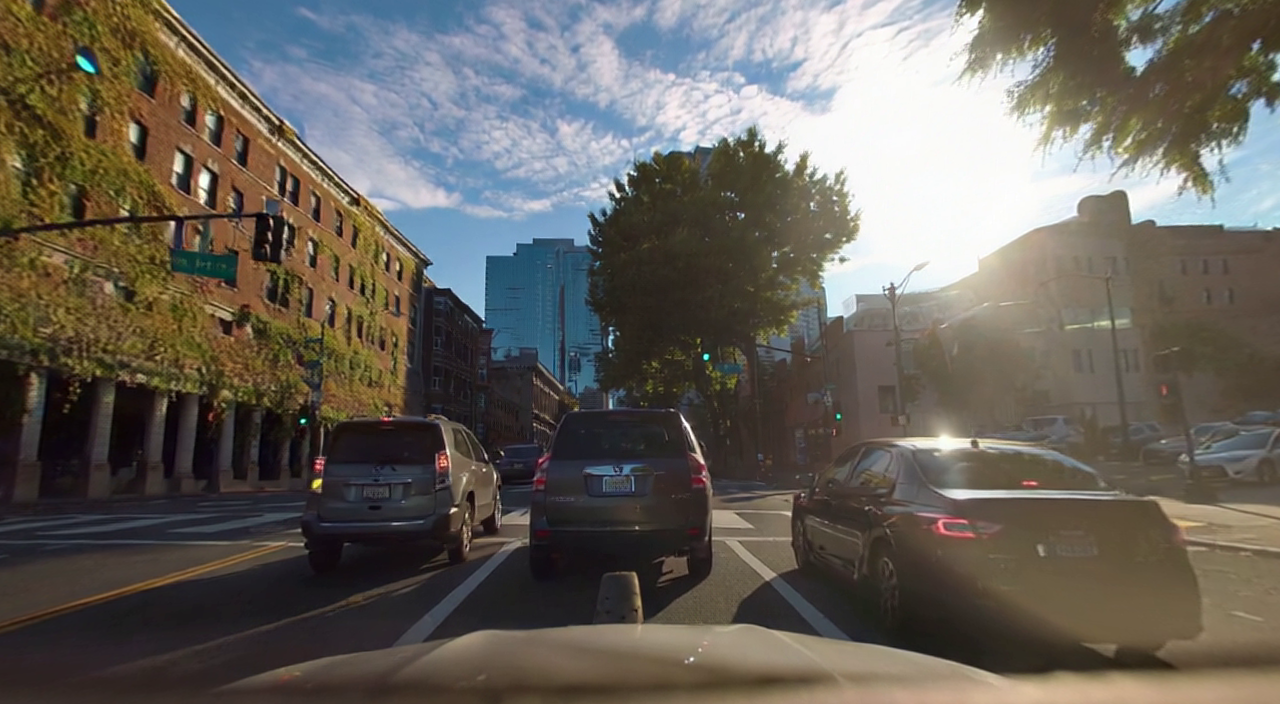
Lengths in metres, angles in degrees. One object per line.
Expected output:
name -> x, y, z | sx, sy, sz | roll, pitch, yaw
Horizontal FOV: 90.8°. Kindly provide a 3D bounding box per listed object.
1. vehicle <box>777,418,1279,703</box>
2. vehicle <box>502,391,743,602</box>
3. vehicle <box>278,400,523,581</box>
vehicle -> 2.569, 1.378, 5.296 | 1.852, 1.462, 4.155 | 0, -8, -1
vehicle -> -0.150, 1.603, 7.894 | 2.105, 1.842, 4.537 | 0, -8, 0
vehicle -> -2.828, 1.717, 8.613 | 1.855, 1.812, 4.244 | 0, -8, -3
